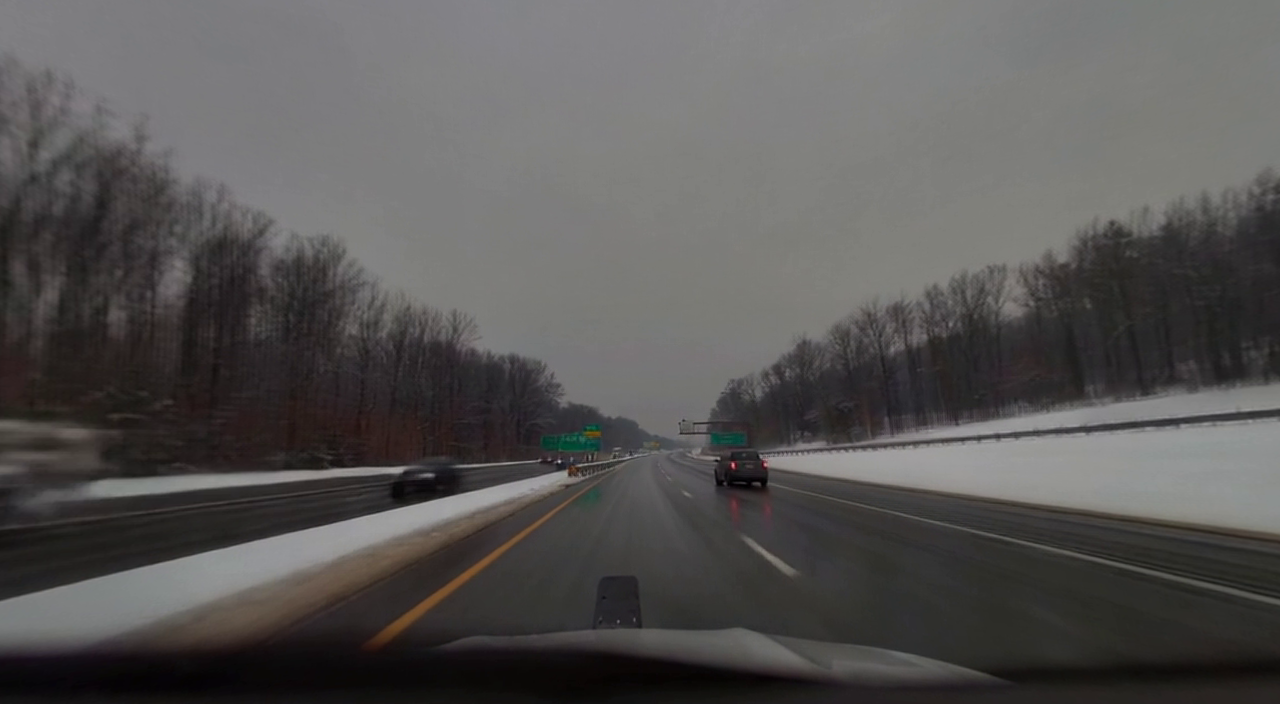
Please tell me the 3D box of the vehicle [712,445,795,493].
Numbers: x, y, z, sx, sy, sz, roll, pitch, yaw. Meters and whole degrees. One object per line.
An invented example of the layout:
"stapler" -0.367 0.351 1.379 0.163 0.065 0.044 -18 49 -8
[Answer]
"vehicle" 4.028 4.238 23.050 2.070 1.546 4.648 0 -9 -1

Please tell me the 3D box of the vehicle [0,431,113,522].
"vehicle" -12.981 2.373 11.921 1.988 1.689 4.482 0 -9 0

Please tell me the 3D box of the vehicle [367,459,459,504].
"vehicle" -8.629 4.935 24.283 1.911 1.493 4.427 0 -9 0
